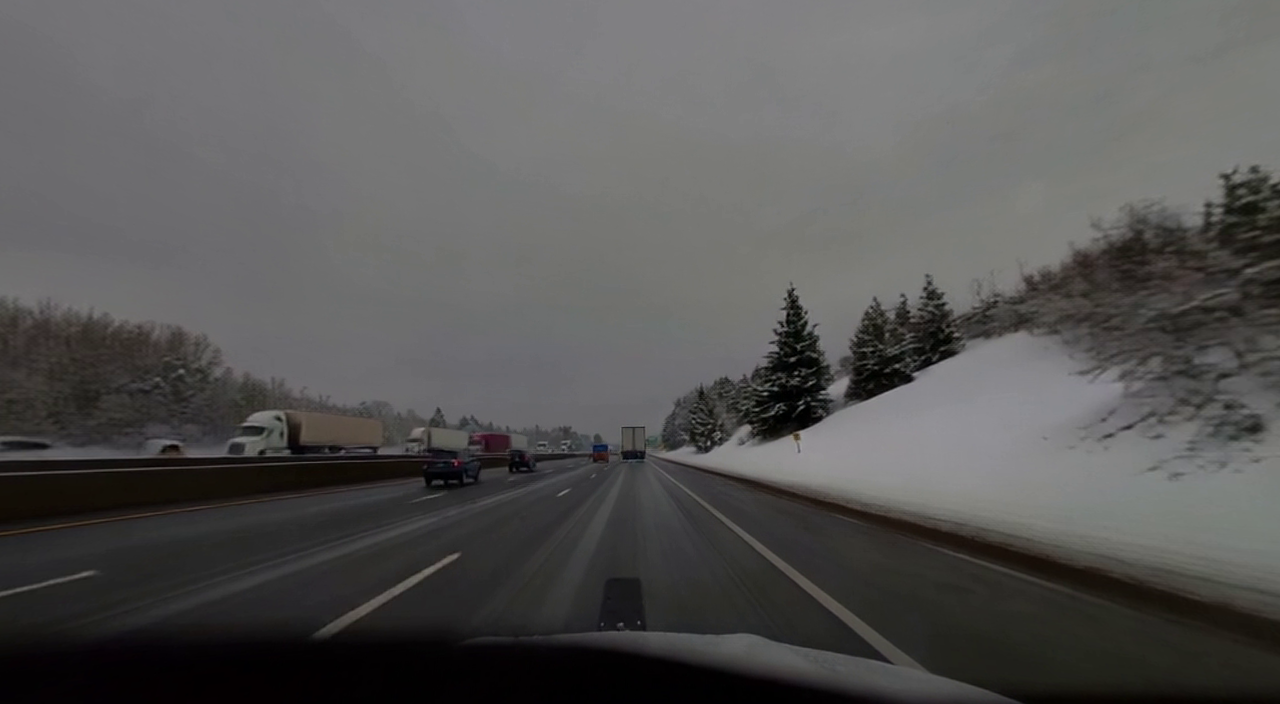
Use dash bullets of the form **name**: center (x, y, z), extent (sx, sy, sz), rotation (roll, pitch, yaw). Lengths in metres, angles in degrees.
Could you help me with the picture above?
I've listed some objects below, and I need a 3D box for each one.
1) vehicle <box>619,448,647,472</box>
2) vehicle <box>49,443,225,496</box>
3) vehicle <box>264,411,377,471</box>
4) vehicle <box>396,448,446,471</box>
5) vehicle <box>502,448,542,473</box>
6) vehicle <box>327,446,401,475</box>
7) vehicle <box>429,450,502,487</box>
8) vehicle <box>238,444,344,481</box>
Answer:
- **vehicle**: center (-0.520, 8.010, 46.802), extent (2.009, 1.657, 3.962), rotation (0, -9, -1)
- **vehicle**: center (-14.679, 3.434, 18.766), extent (1.927, 1.393, 4.071), rotation (0, -9, -1)
- **vehicle**: center (-19.737, 5.641, 39.678), extent (2.935, 3.383, 7.992), rotation (0, -9, -1)
- **vehicle**: center (-15.275, 7.509, 44.199), extent (1.918, 1.466, 4.632), rotation (0, -9, 0)
- **vehicle**: center (-8.231, 7.599, 44.365), extent (2.004, 1.629, 4.506), rotation (0, -9, 0)
- **vehicle**: center (-14.951, 5.896, 34.454), extent (2.121, 1.452, 4.356), rotation (0, -9, -1)
- **vehicle**: center (-7.406, 4.954, 27.197), extent (1.895, 1.446, 4.456), rotation (0, -9, 0)
- **vehicle**: center (-14.589, 4.637, 26.663), extent (2.056, 1.438, 4.297), rotation (0, -9, -1)
